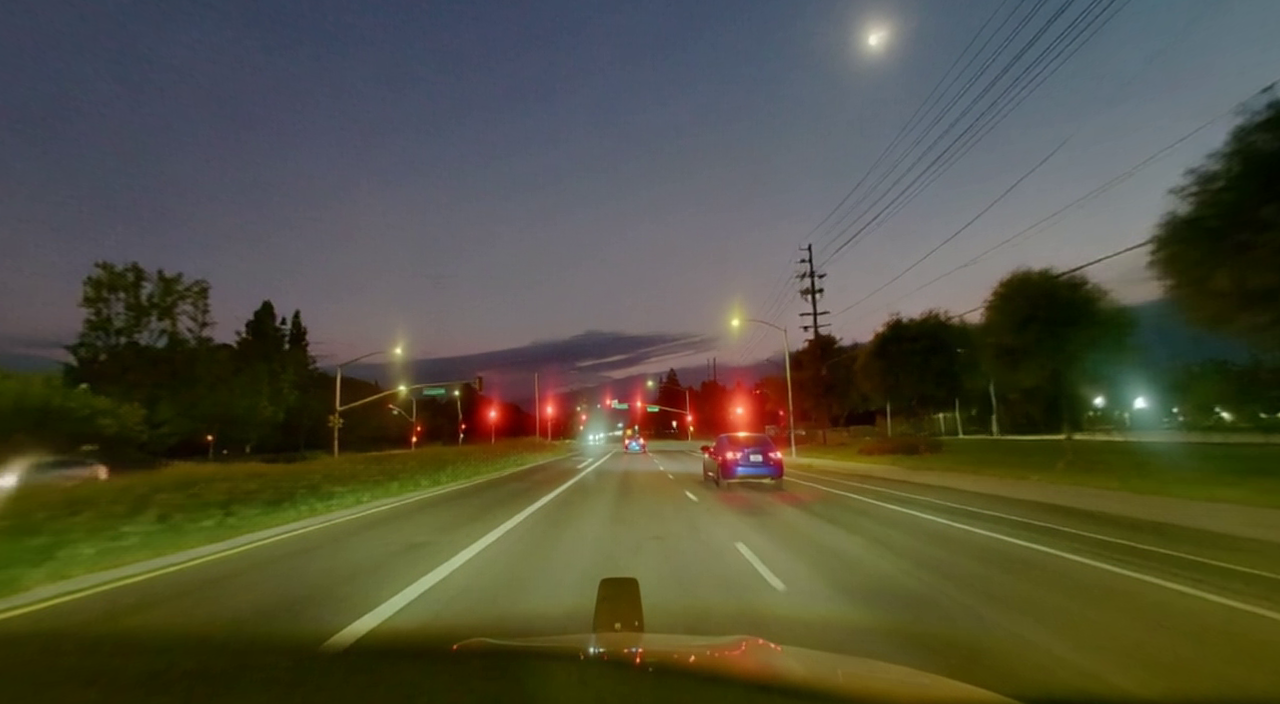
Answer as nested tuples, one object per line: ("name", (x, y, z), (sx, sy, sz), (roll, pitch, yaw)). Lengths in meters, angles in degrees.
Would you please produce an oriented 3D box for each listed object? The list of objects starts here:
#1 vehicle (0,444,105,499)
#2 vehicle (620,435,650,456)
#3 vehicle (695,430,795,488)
("vehicle", (-22.049, 4.208, 22.560), (1.946, 1.787, 4.469), (0, -8, -1))
("vehicle", (-0.374, 6.819, 45.958), (2.110, 1.466, 3.860), (0, -8, -1))
("vehicle", (2.830, 3.001, 18.095), (2.004, 1.448, 4.263), (0, -8, -2))
